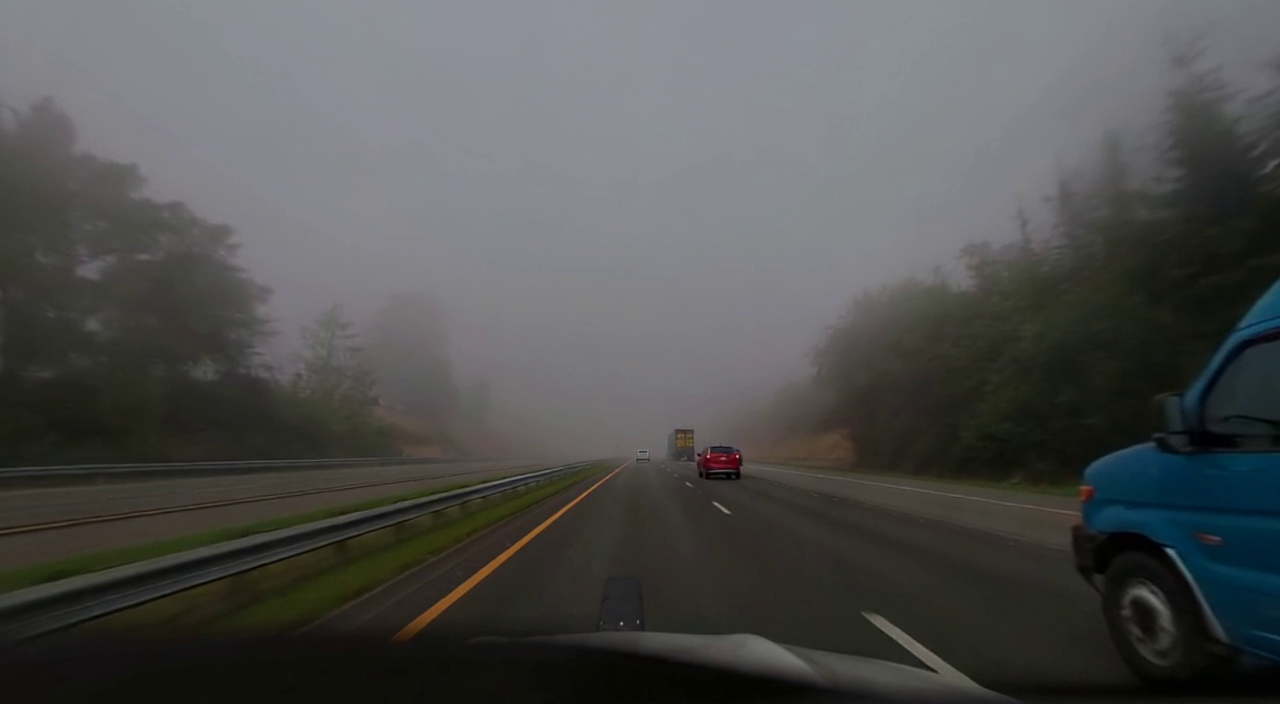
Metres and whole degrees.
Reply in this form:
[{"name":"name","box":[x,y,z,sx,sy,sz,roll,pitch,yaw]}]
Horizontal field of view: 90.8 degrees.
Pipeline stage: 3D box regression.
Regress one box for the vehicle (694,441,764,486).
[{"name":"vehicle","box":[3.537,4.561,26.115,2.130,1.658,4.537,0,-9,-1]}]

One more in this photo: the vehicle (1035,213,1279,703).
[{"name":"vehicle","box":[3.814,0.401,1.536,2.242,2.285,5.233,0,-9,0]}]
